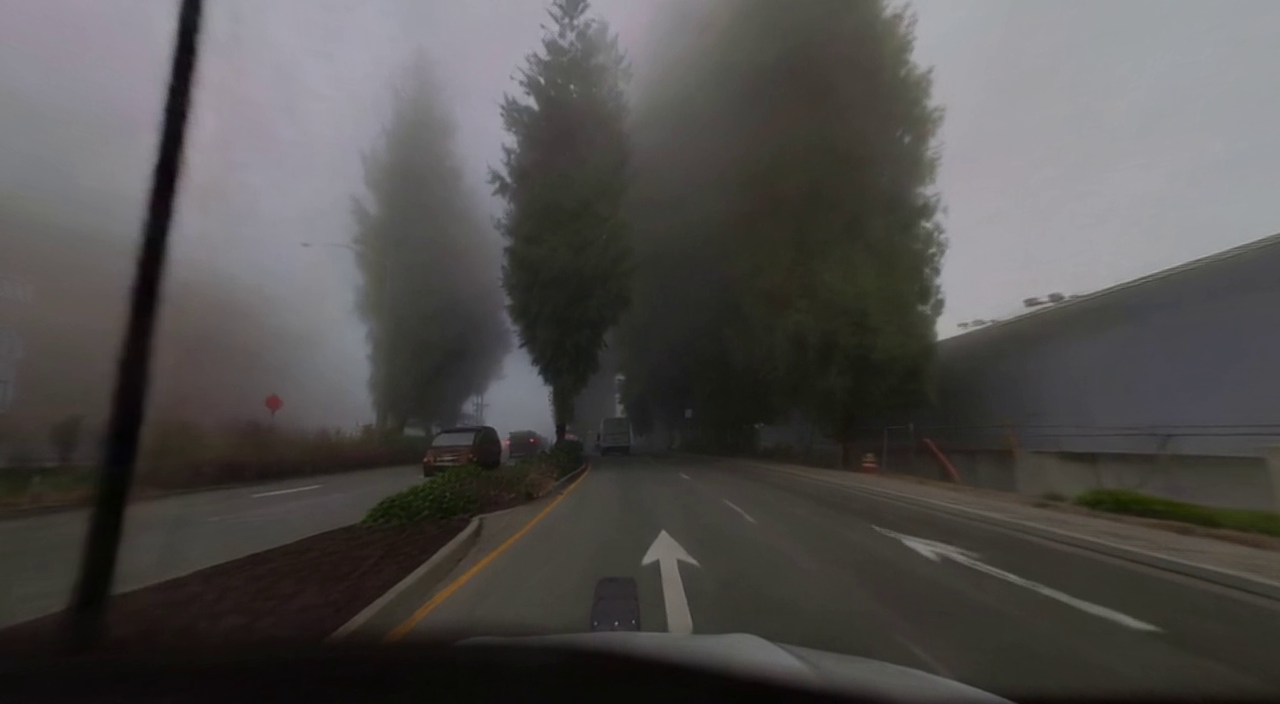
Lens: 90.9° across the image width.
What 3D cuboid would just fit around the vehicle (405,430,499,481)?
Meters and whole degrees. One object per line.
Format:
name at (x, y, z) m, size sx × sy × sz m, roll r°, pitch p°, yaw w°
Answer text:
vehicle at (-6.473, 3.595, 22.205) m, size 2.120 × 1.610 × 3.917 m, roll 0°, pitch -8°, yaw -1°
